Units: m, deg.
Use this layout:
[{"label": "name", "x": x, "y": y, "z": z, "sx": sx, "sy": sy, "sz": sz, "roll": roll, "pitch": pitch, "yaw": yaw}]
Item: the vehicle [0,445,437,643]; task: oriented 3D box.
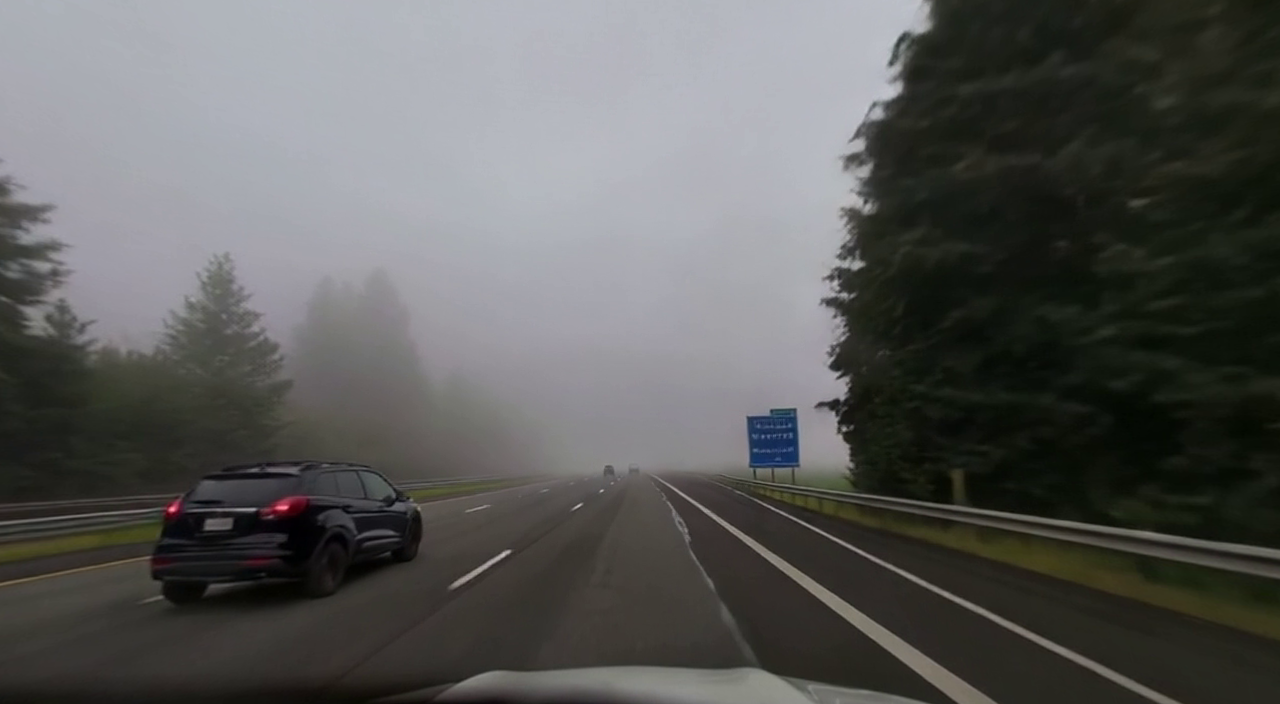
[{"label": "vehicle", "x": -4.170, "y": 1.869, "z": 7.112, "sx": 2.183, "sy": 1.435, "sz": 4.653, "roll": 1, "pitch": -10, "yaw": 0}]
